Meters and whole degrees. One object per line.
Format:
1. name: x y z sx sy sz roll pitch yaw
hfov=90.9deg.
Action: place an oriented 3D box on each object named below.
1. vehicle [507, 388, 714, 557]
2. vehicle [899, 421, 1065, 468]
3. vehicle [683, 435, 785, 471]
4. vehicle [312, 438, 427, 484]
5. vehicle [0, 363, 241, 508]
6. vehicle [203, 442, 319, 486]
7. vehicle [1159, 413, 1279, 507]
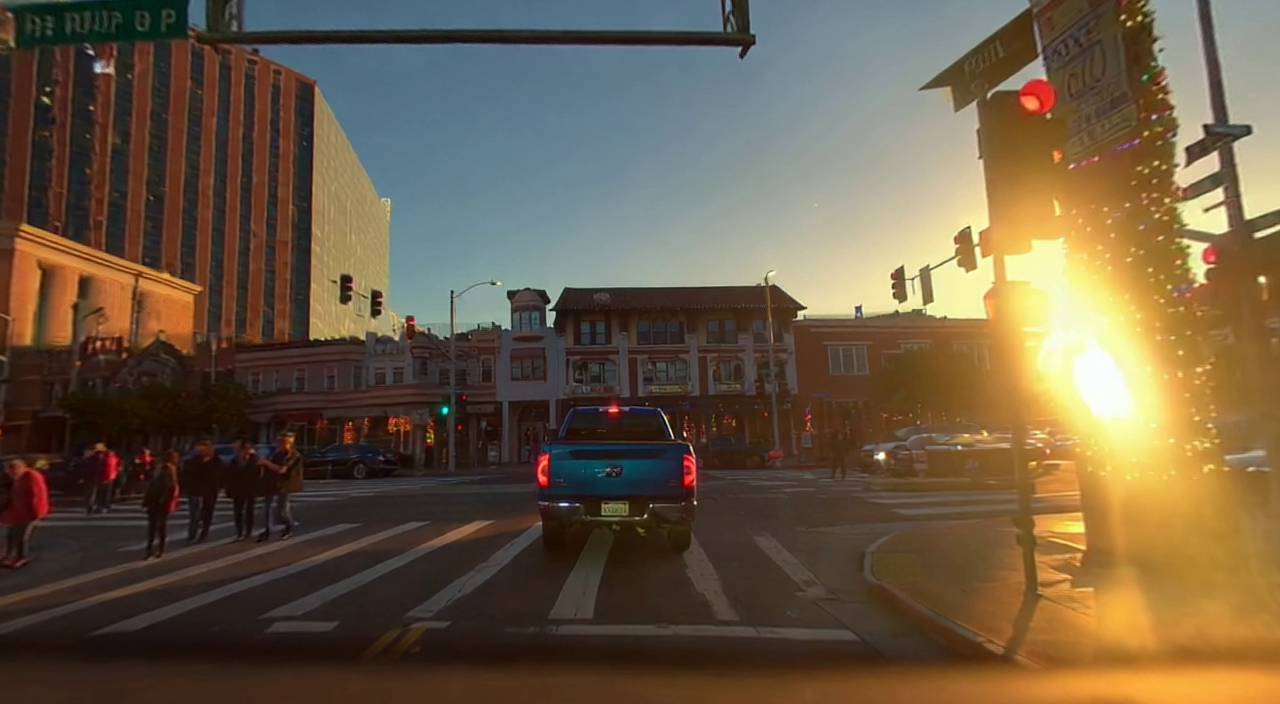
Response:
1. vehicle: -0.511 1.856 10.441 2.477 2.020 5.534 0 -8 -4
2. vehicle: 11.634 3.176 21.668 4.600 1.506 1.878 0 -8 -2
3. vehicle: 4.299 4.691 29.420 4.515 1.583 1.920 -1 -8 3
4. vehicle: -13.205 5.312 30.967 4.799 1.909 2.011 -3 -7 2
5. vehicle: -22.088 2.907 22.061 13.729 4.662 3.300 0 -8 0
6. vehicle: -18.599 5.500 31.091 4.398 2.057 1.959 0 -8 -2
7. vehicle: 13.049 1.995 12.085 4.082 1.613 2.211 -3 -12 0
